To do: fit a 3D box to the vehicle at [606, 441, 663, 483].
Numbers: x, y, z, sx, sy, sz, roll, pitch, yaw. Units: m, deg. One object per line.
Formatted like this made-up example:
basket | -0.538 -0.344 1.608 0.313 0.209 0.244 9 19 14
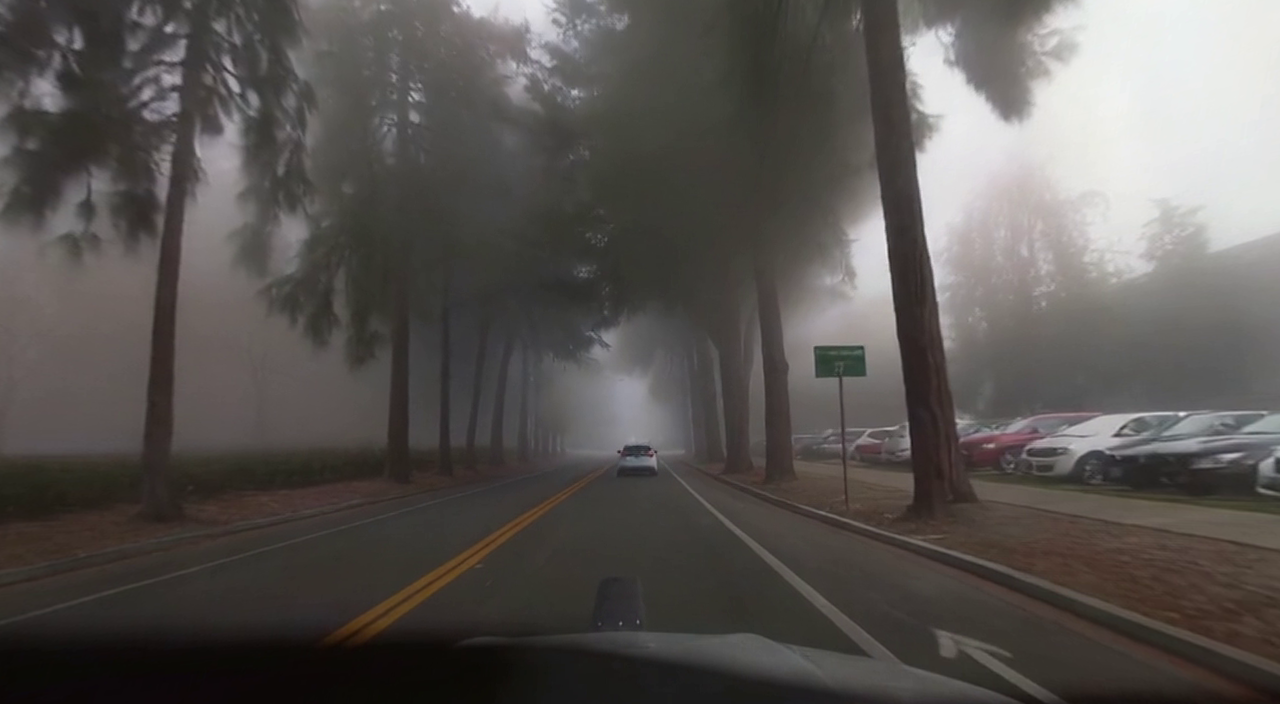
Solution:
vehicle | -0.212 4.500 26.276 2.152 1.574 4.223 -1 -8 0
